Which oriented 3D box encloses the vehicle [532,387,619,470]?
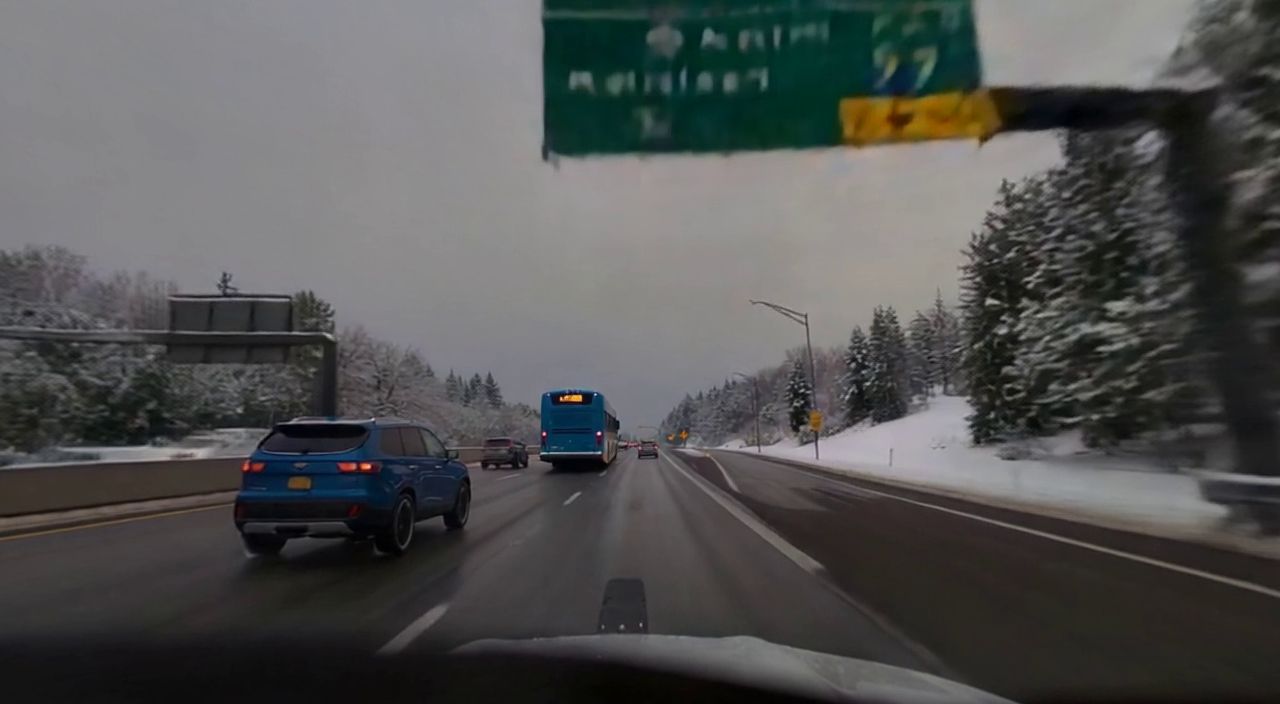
[{"bbox_3d":[-3.139,4.407,34.700,3.382,3.712,11.766,1,-9,1],"label":"vehicle"}]

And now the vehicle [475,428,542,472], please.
[{"bbox_3d":[-6.978,5.309,34.336,2.282,2.116,6.030,0,-8,1],"label":"vehicle"}]

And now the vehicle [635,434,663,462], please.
[{"bbox_3d":[0.671,7.375,48.467,2.083,2.001,4.782,0,-8,0],"label":"vehicle"}]

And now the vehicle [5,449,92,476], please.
[{"bbox_3d":[-32.076,5.961,34.306,1.451,1.350,3.282,0,-8,3],"label":"vehicle"}]

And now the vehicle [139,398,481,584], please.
[{"bbox_3d":[-3.645,1.616,8.093,2.021,1.730,4.223,0,-8,1],"label":"vehicle"}]
